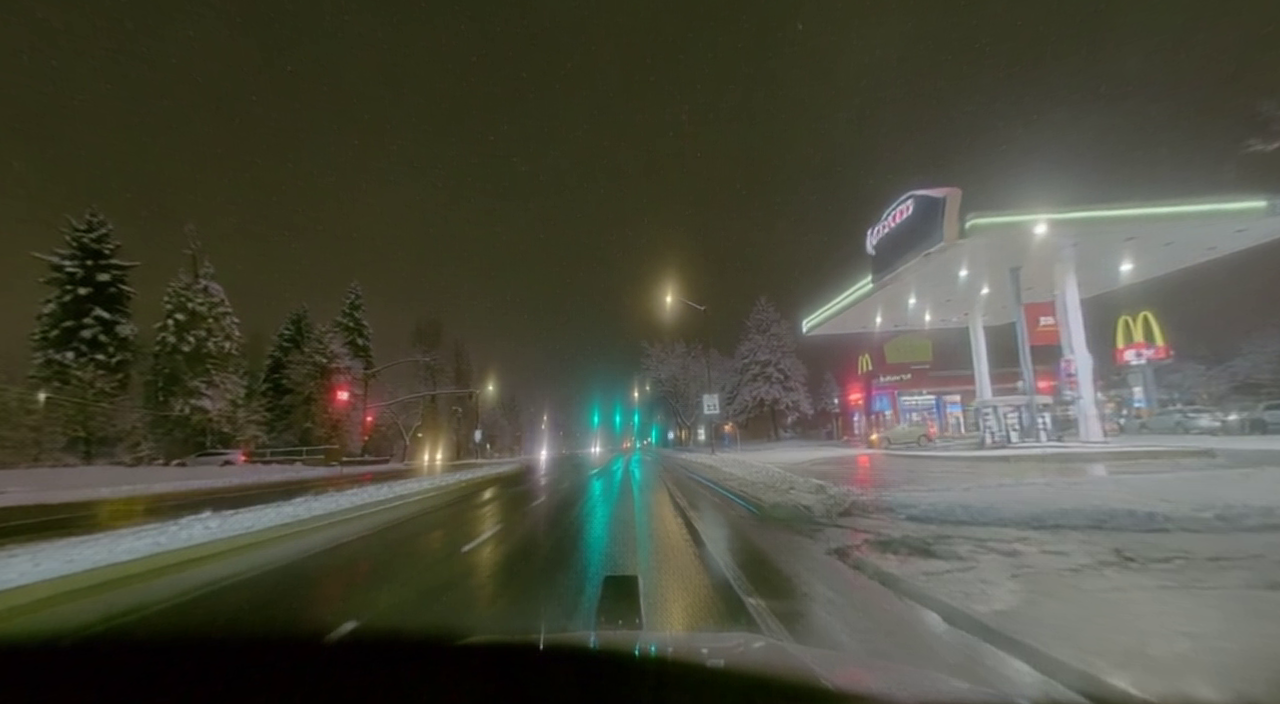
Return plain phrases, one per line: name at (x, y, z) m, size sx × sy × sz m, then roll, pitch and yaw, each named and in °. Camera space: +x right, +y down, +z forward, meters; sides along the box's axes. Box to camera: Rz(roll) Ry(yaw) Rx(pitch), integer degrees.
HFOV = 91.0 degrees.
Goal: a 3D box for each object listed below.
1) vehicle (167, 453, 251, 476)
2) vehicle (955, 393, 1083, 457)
vehicle at (-29.031, 7.545, 42.429) m, size 4.420 × 1.445 × 1.954 m, roll 6°, pitch -11°, yaw -37°
vehicle at (15.967, 3.136, 26.401) m, size 5.529 × 2.395 × 2.399 m, roll 6°, pitch -10°, yaw -35°
